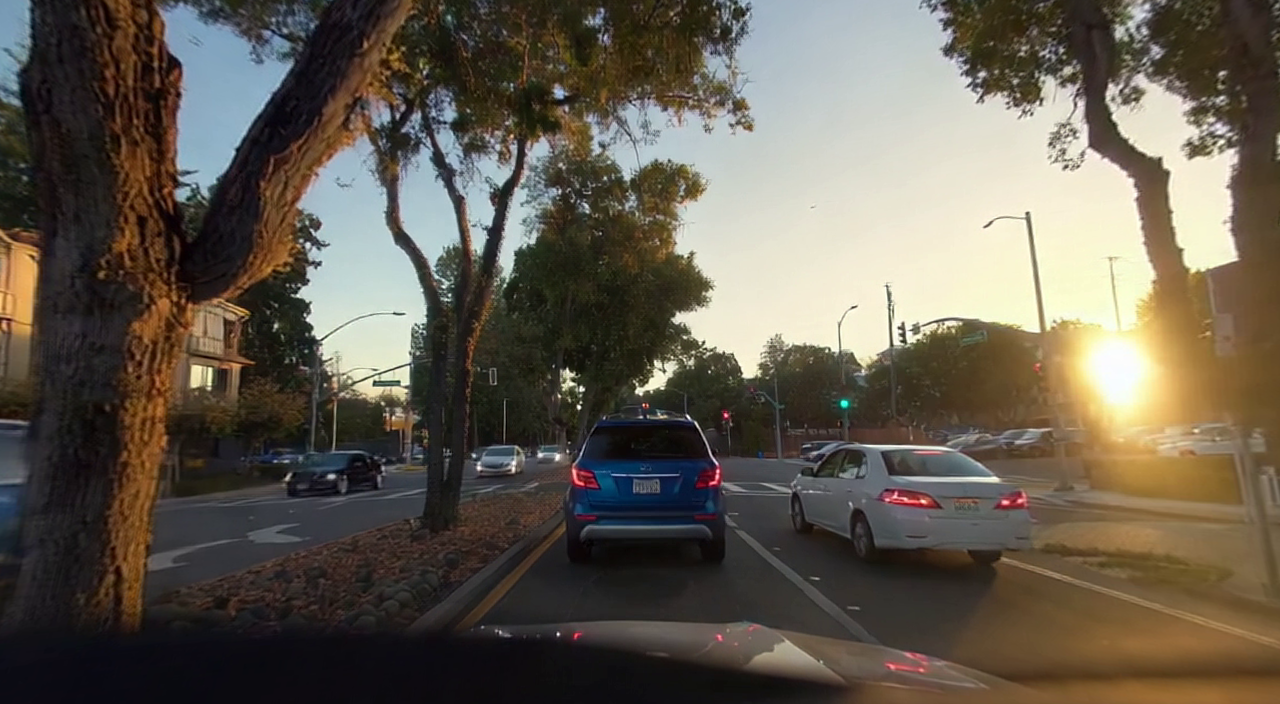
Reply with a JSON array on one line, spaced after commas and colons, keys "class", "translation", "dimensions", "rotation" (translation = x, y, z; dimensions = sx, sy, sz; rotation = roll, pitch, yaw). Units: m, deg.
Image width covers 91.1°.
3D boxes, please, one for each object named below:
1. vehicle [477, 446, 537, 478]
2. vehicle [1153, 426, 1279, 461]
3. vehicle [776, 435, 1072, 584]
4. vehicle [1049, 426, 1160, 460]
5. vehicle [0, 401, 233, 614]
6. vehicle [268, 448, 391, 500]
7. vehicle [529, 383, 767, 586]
[{"class": "vehicle", "translation": [-6.625, 5.533, 31.826], "dimensions": [1.981, 1.478, 4.701], "rotation": [0, -9, 1]}, {"class": "vehicle", "translation": [25.932, 4.093, 28.027], "dimensions": [4.420, 1.469, 1.807], "rotation": [0, -8, 1]}, {"class": "vehicle", "translation": [3.368, 1.926, 8.627], "dimensions": [1.900, 1.478, 4.425], "rotation": [0, -9, -1]}, {"class": "vehicle", "translation": [26.666, 5.241, 36.151], "dimensions": [4.704, 1.919, 2.130], "rotation": [0, -9, -2]}, {"class": "vehicle", "translation": [-6.332, 1.355, 5.644], "dimensions": [2.153, 1.728, 4.753], "rotation": [0, -9, -1]}, {"class": "vehicle", "translation": [-10.581, 4.159, 21.856], "dimensions": [1.772, 1.561, 4.773], "rotation": [0, -8, 1]}, {"class": "vehicle", "translation": [0.039, 1.590, 8.255], "dimensions": [2.296, 1.947, 4.168], "rotation": [0, -9, -1]}]
